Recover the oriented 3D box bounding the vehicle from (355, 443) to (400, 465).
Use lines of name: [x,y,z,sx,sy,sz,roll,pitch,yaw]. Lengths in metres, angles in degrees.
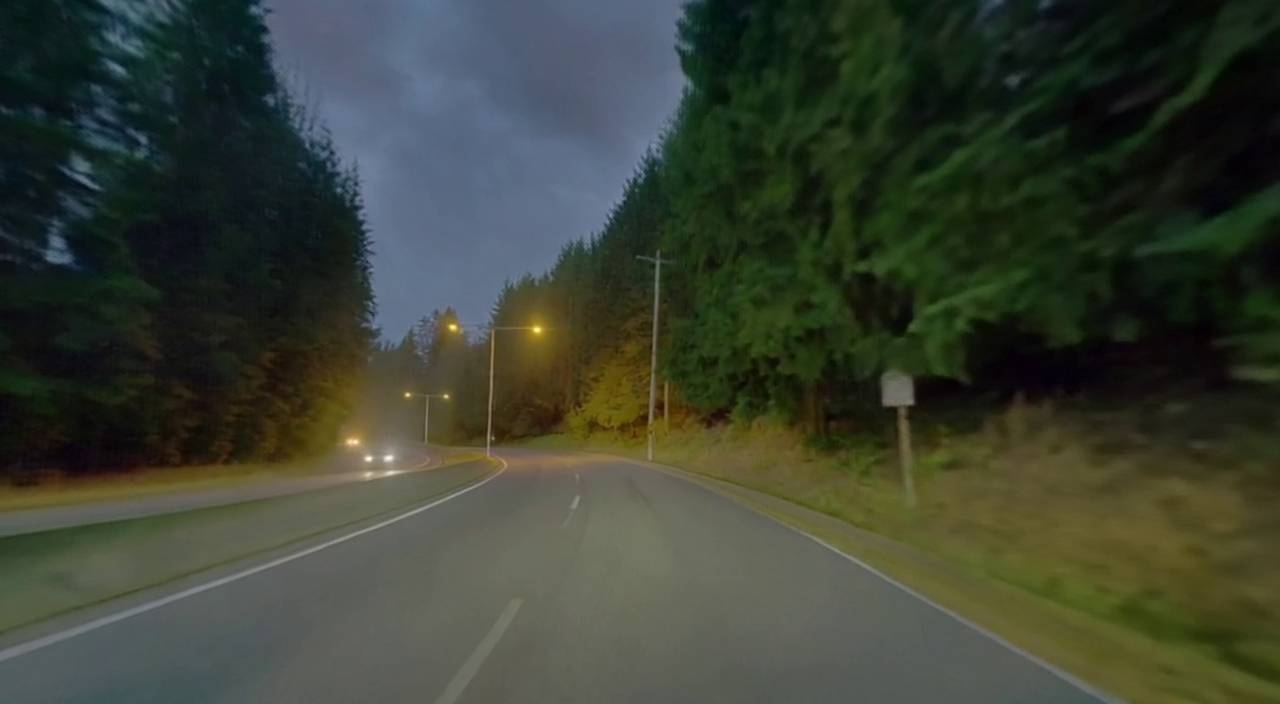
vehicle: [-18.363,7.152,44.258,1.998,1.430,4.755,2,-8,-12]
